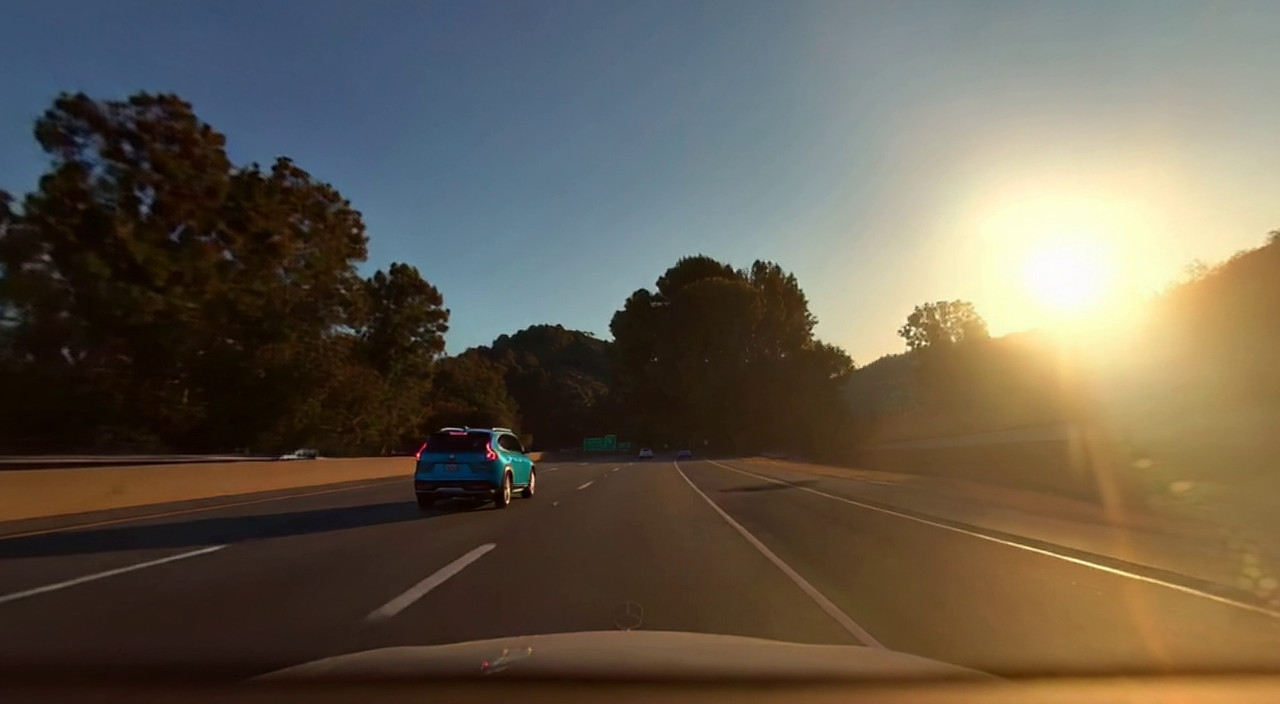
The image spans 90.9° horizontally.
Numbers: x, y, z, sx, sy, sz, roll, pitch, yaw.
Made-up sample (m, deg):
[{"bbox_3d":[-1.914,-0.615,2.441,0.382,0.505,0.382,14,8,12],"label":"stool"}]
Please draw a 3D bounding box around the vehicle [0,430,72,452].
[{"bbox_3d":[-44.540,6.517,45.919,1.834,1.497,4.697,0,-8,3],"label":"vehicle"}]

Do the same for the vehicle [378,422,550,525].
[{"bbox_3d":[-3.461,2.500,13.559,2.183,1.803,4.685,0,-8,2],"label":"vehicle"}]
